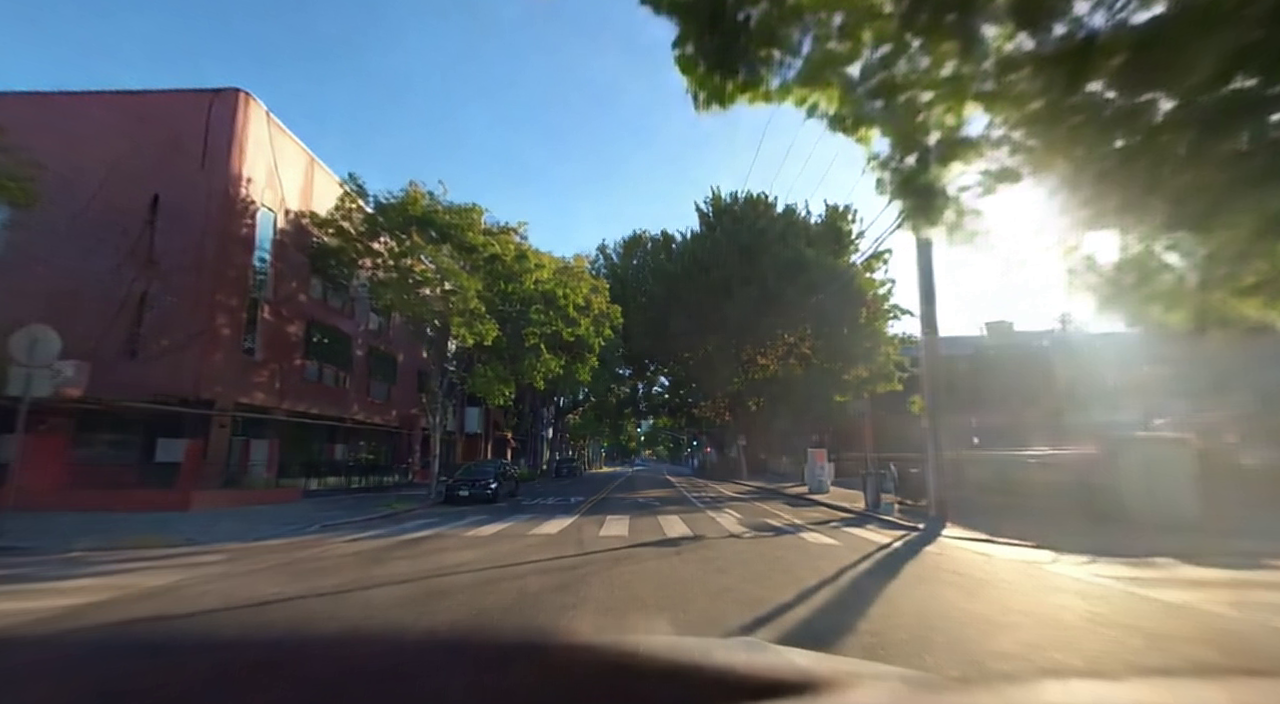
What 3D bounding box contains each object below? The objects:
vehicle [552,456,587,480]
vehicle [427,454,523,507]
[{"bbox_3d":[-5.465,9.047,49.533,2.147,1.701,4.879,0,-9,1],"label":"vehicle"},{"bbox_3d":[-5.807,4.565,22.858,2.223,1.658,4.621,0,-9,0],"label":"vehicle"}]
